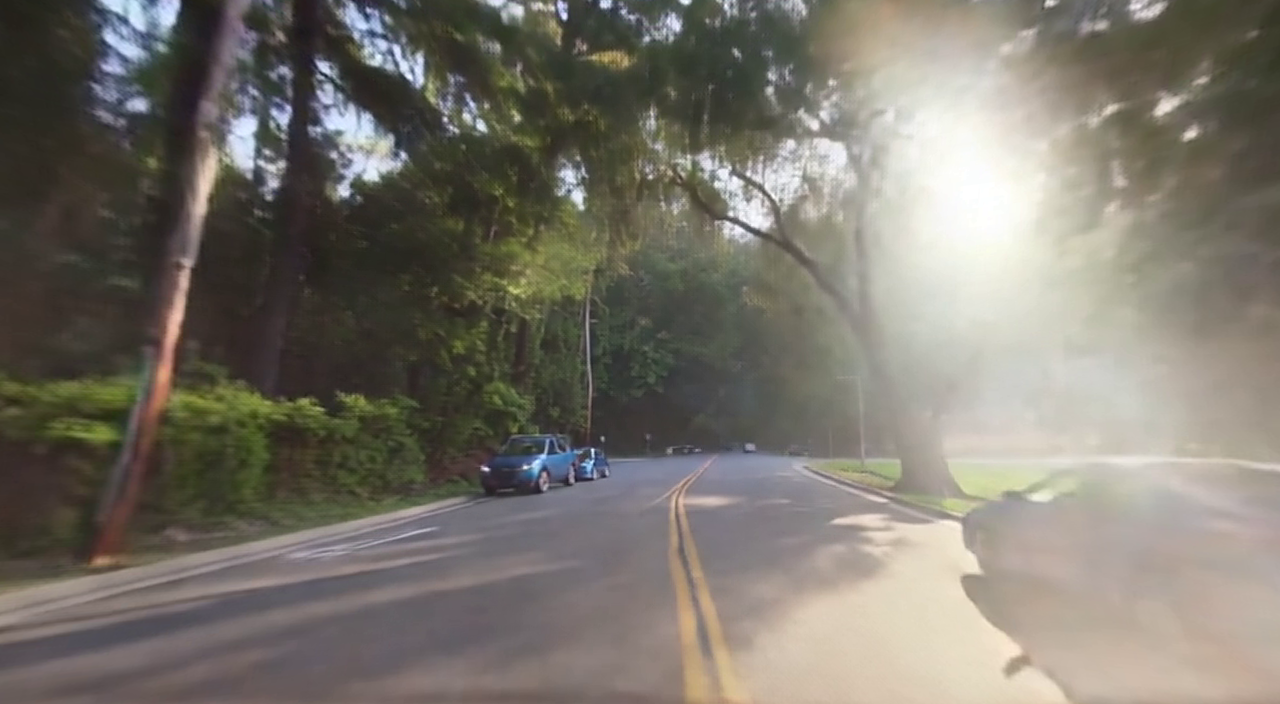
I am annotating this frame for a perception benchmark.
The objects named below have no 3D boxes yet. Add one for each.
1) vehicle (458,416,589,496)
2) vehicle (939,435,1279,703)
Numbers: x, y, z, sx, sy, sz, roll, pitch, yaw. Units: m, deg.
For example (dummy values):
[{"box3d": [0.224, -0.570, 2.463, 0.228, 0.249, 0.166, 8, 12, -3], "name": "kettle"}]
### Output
[{"box3d": [-3.680, 3.628, 21.266, 2.583, 2.167, 5.667, -5, -12, 8], "name": "vehicle"}, {"box3d": [4.260, 1.389, 4.905, 2.033, 1.424, 4.560, -1, -8, 6], "name": "vehicle"}]
